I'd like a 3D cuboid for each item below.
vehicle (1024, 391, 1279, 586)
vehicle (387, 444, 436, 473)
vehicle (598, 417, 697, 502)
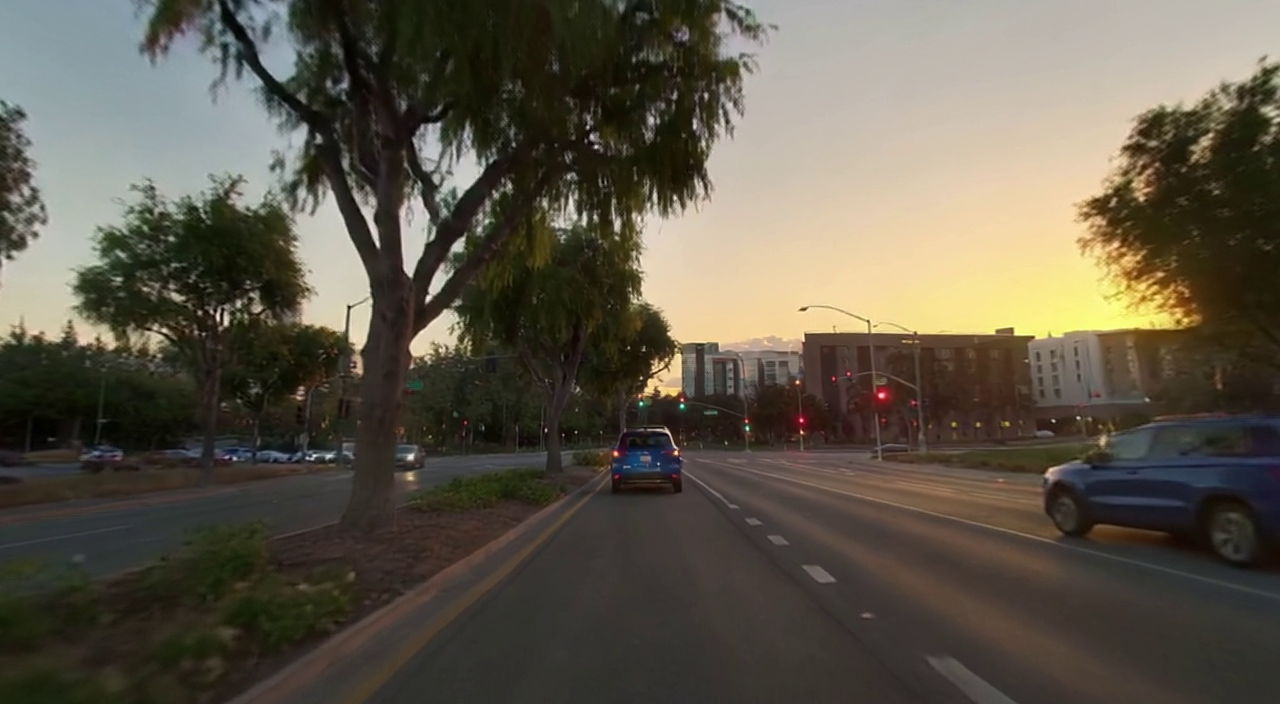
[{"bbox_3d":[6.908,1.438,7.087,2.447,1.707,4.396,0,-9,1],"label":"vehicle"},{"bbox_3d":[-13.951,6.425,38.481,2.209,1.627,4.582,4,-10,-26],"label":"vehicle"},{"bbox_3d":[0.224,2.845,16.982,2.267,1.926,4.708,0,-9,1],"label":"vehicle"}]
